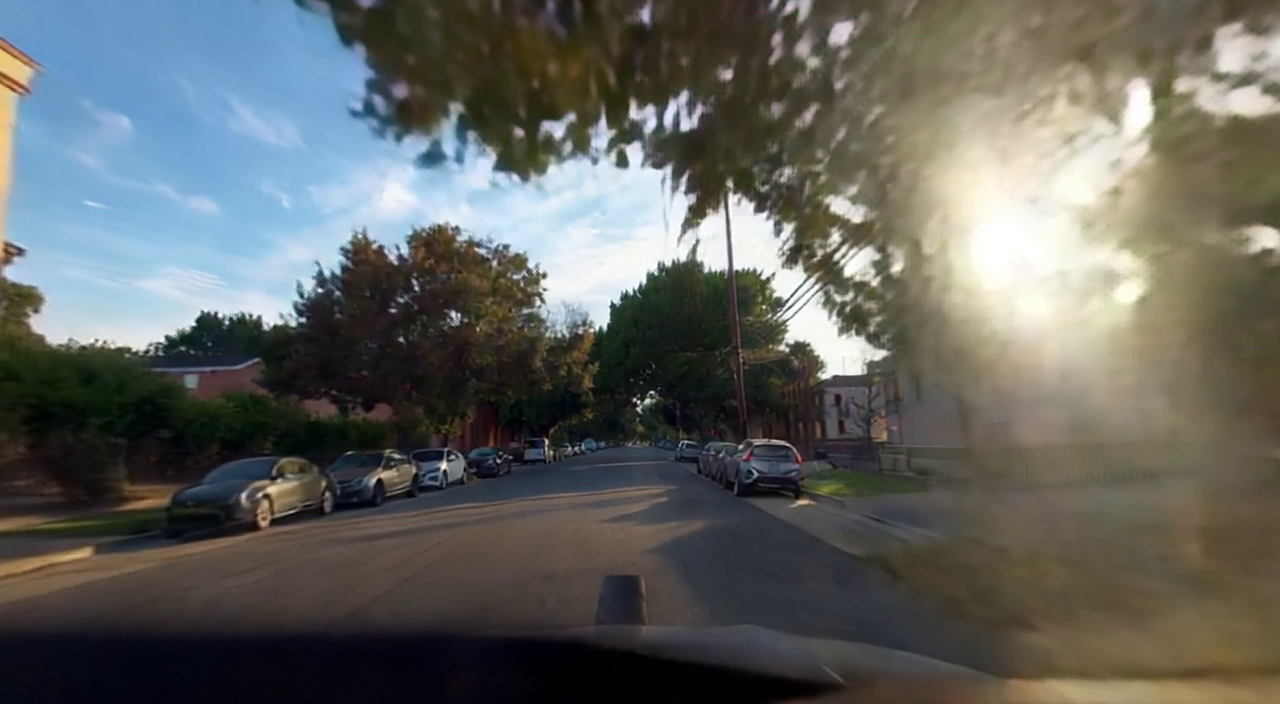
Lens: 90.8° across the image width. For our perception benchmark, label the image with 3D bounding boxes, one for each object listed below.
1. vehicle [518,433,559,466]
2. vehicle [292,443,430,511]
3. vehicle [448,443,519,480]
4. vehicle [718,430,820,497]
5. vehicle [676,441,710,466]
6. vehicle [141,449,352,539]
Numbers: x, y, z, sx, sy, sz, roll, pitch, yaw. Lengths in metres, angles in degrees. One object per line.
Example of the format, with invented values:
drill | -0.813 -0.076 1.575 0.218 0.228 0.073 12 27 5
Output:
vehicle | -7.725 7.500 48.774 2.351 2.251 5.856 -2 -8 -2
vehicle | -7.777 3.541 18.222 1.917 1.618 4.825 -1 -10 -2
vehicle | -7.456 5.226 30.608 2.145 1.488 4.646 -2 -8 1
vehicle | 3.609 3.215 18.591 2.095 1.694 4.592 -1 -8 1
vehicle | 3.655 7.059 44.226 1.925 1.634 4.419 0 -8 0
vehicle | -7.636 2.726 12.832 1.873 1.437 4.068 -1 -8 -4
